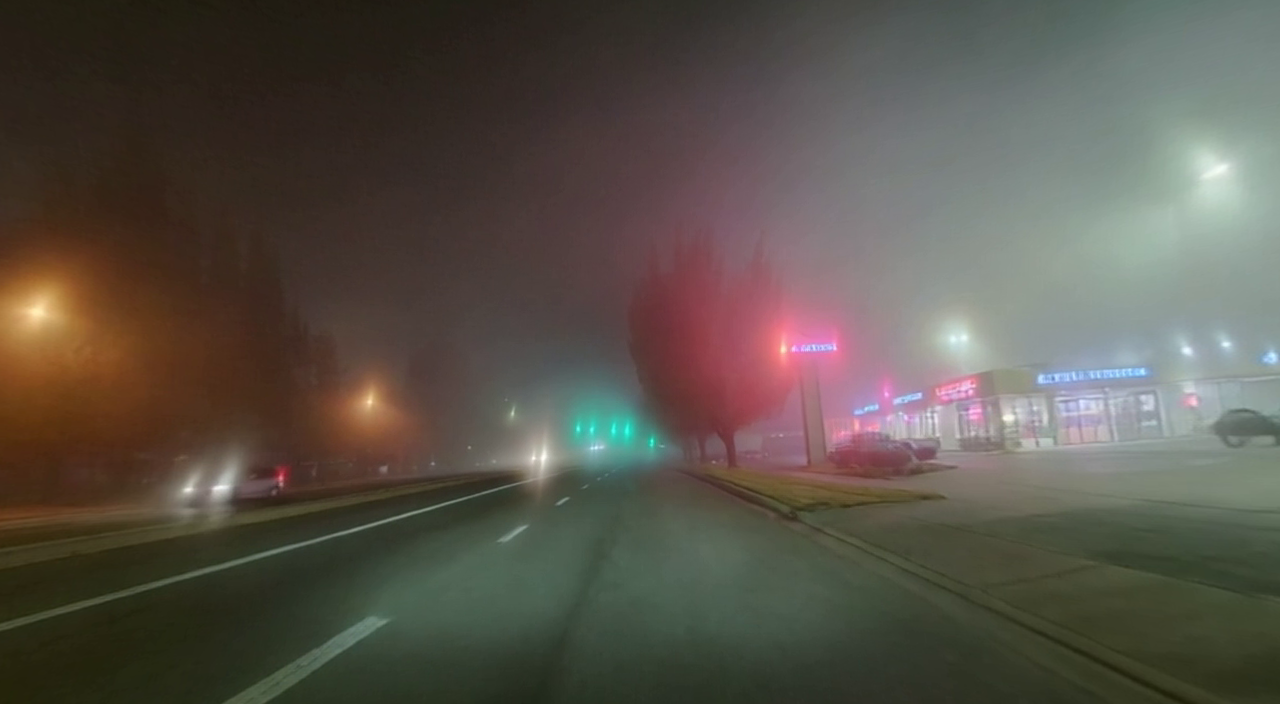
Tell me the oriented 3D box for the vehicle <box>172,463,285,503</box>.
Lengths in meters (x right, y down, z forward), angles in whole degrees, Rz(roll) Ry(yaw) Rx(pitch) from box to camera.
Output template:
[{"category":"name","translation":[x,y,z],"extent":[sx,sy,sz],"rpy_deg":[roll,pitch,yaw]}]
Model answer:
[{"category":"vehicle","translation":[-17.788,5.661,27.500],"extent":[1.834,1.469,4.496],"rpy_deg":[0,-8,0]}]
